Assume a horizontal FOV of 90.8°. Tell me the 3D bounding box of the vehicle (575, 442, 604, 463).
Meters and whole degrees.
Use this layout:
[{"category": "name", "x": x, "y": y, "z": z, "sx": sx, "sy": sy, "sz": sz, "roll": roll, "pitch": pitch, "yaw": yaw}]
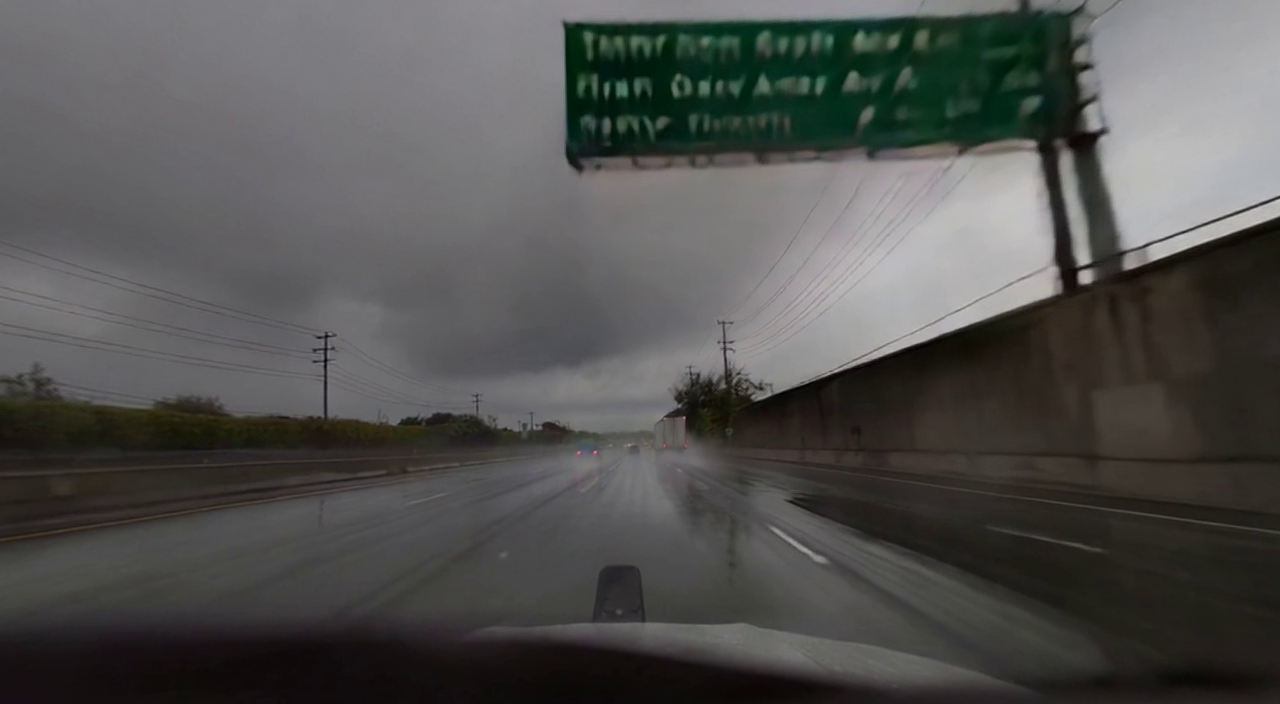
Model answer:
[{"category": "vehicle", "x": -3.938, "y": 7.943, "z": 49.965, "sx": 2.009, "sy": 1.533, "sz": 4.175, "roll": 0, "pitch": -9, "yaw": 0}]
